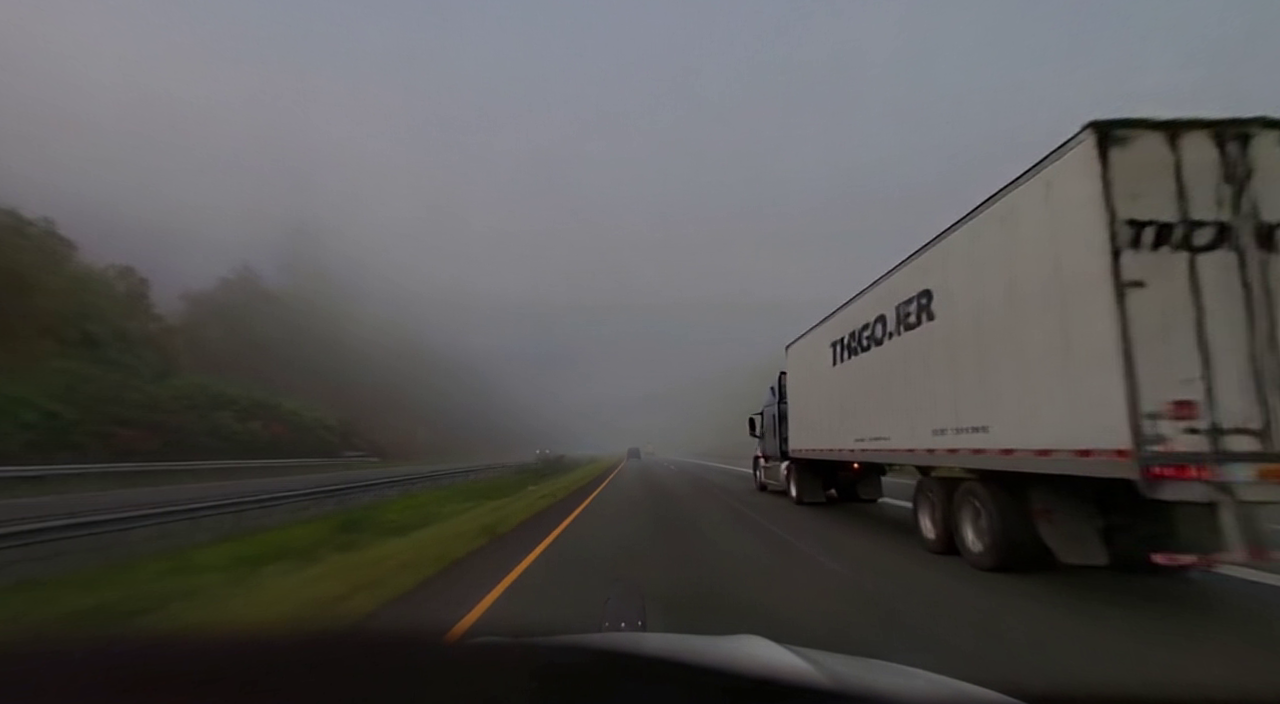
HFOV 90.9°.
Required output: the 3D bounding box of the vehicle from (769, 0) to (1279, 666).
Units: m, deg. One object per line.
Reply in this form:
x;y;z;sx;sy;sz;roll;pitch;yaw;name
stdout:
5.130;0.756;9.894;2.983;4.030;14.444;0;-9;-1;vehicle
